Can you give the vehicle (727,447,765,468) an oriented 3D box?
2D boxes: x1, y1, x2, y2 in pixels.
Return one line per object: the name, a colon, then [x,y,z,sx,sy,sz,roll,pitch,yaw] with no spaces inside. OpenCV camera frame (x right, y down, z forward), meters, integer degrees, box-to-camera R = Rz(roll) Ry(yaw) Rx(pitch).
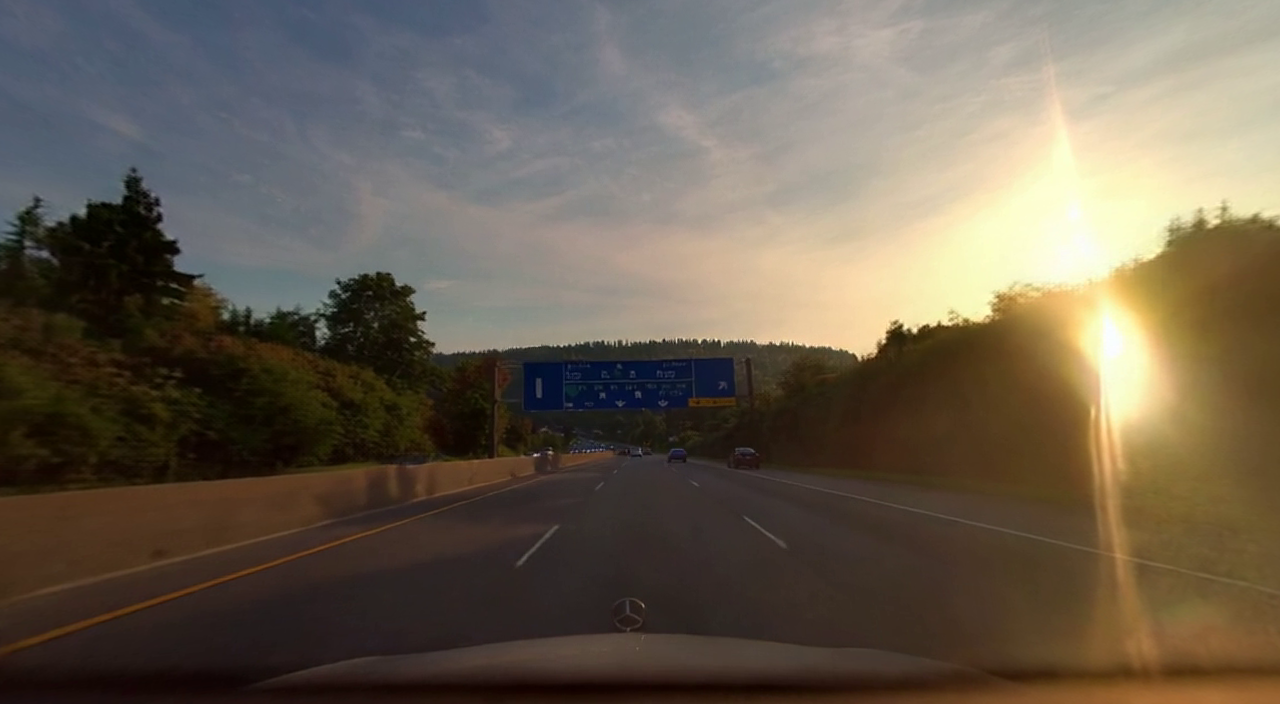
vehicle: [7.795,7.798,46.662,1.943,1.493,4.507,0,-9,-1]
